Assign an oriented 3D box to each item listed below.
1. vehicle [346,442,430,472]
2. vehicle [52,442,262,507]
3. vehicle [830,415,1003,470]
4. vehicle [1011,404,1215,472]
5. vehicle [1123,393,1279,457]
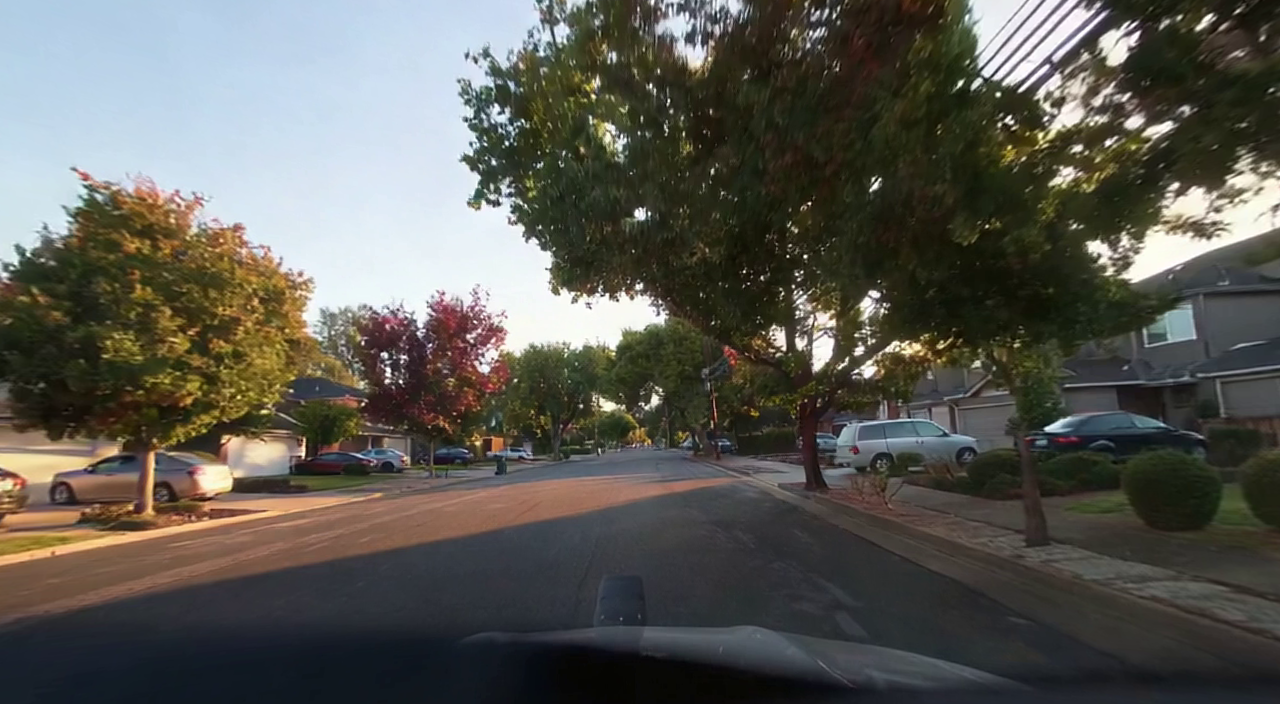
[{"bbox_3d":[-14.813,6.143,37.136,4.232,1.693,1.949,-3,-9,17],"label":"vehicle"},{"bbox_3d":[-13.711,3.464,18.131,4.495,1.706,1.972,-1,-8,5],"label":"vehicle"},{"bbox_3d":[9.854,3.282,22.872,5.273,1.868,2.070,0,-8,0],"label":"vehicle"},{"bbox_3d":[13.568,2.511,18.387,4.209,1.834,2.019,0,-9,1],"label":"vehicle"},{"bbox_3d":[20.862,2.684,22.805,4.843,2.185,2.250,0,-10,2],"label":"vehicle"}]
